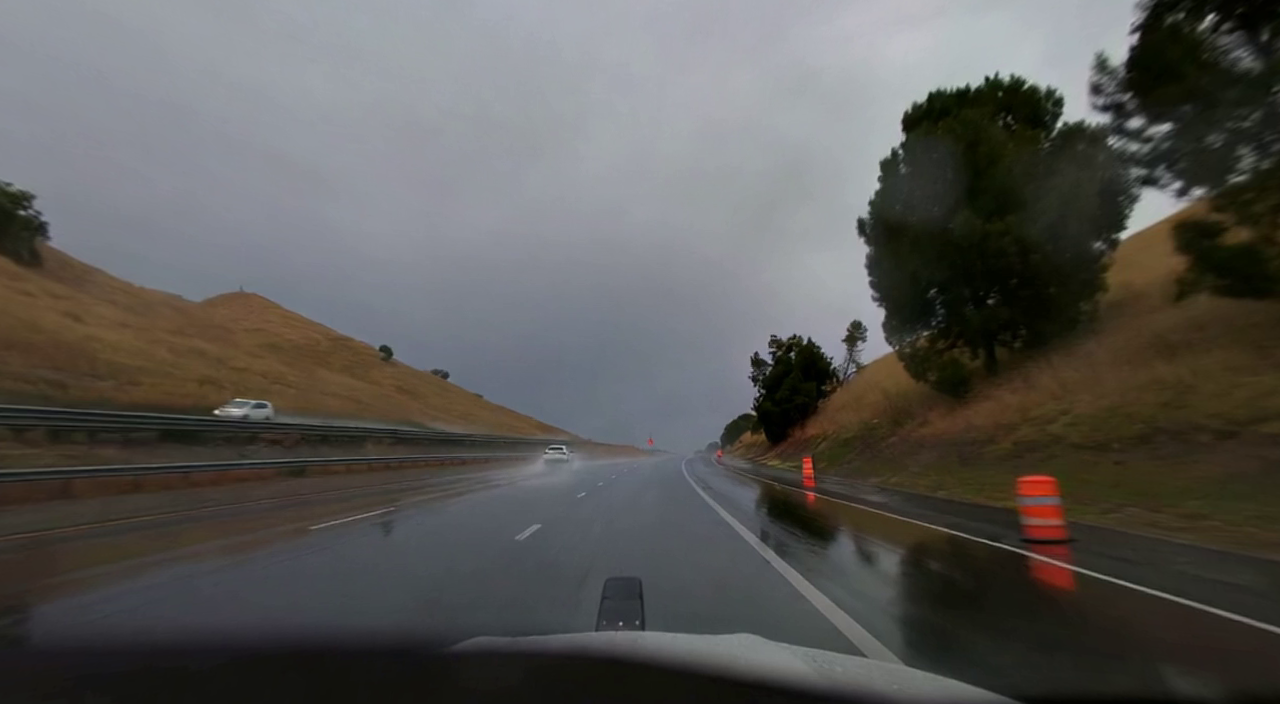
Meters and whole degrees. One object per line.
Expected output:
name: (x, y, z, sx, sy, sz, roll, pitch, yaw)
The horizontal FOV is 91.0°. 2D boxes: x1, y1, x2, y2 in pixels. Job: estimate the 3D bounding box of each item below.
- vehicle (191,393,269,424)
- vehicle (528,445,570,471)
vehicle: (-25.654, 3.623, 39.623, 1.820, 1.683, 4.493, -1, -9, 1)
vehicle: (-5.953, 6.970, 41.528, 2.042, 1.585, 4.162, 0, -9, 1)
